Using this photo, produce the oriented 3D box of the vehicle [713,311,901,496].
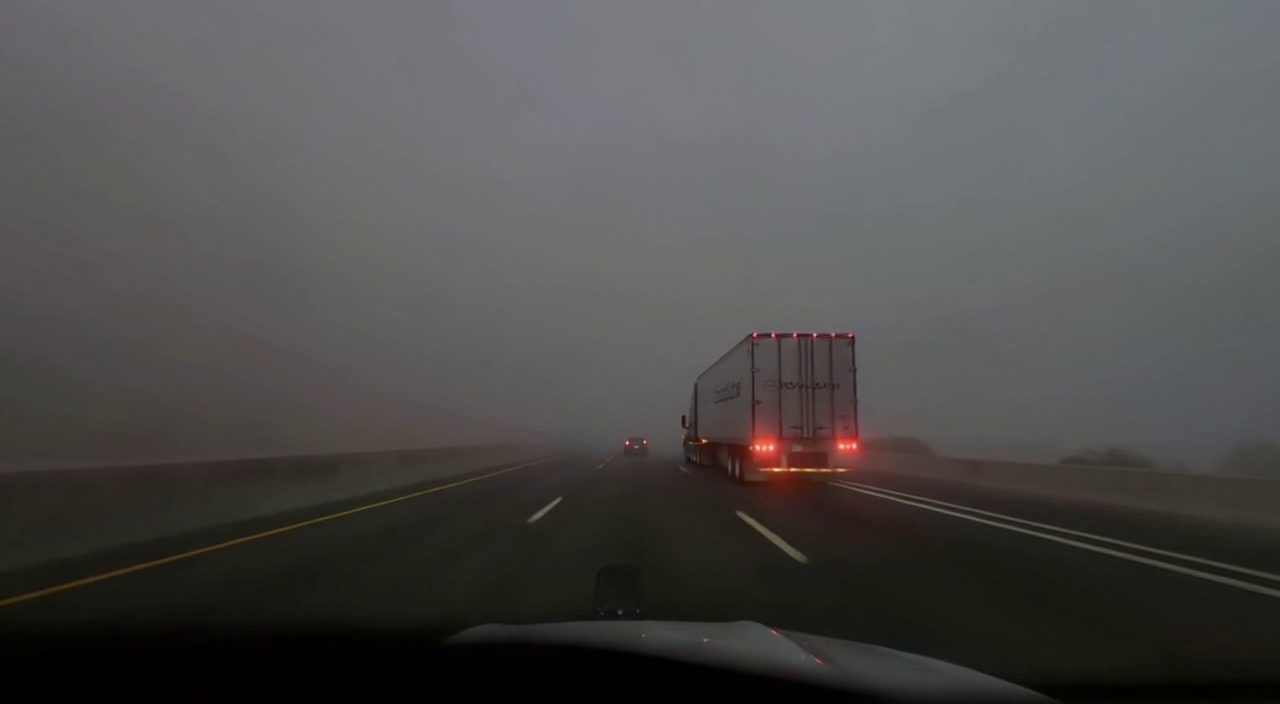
[{"bbox_3d":[4.070,1.689,17.914,2.840,3.947,8.920,0,-8,0],"label":"vehicle"}]
